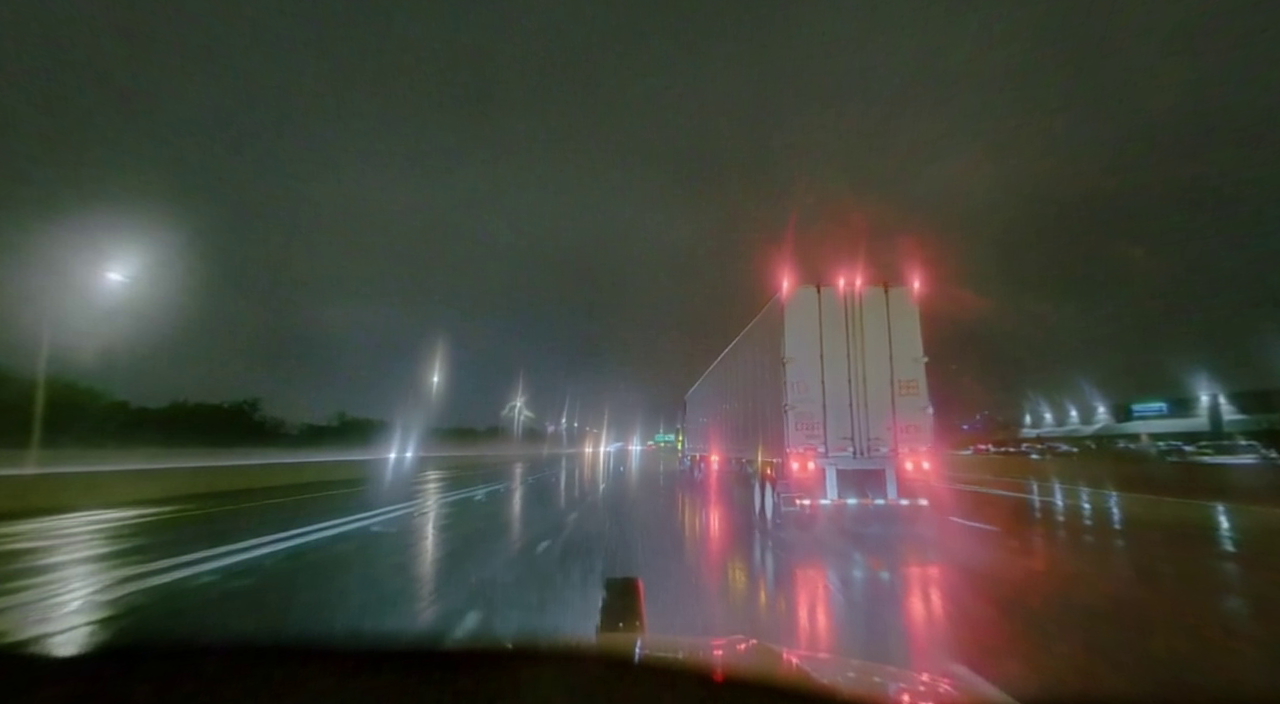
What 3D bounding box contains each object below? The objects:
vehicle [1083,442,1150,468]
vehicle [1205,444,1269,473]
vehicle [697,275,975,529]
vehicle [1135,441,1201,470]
[{"bbox_3d":[36.081,7.765,47.639,4.783,1.697,2.084,2,-9,-28],"label":"vehicle"},{"bbox_3d":[35.322,6.266,37.200,4.488,1.596,1.972,7,-11,-38],"label":"vehicle"},{"bbox_3d":[3.843,1.954,18.222,2.949,4.149,16.046,0,-9,0],"label":"vehicle"},{"bbox_3d":[35.462,6.896,42.231,4.968,1.825,2.218,7,-11,-37],"label":"vehicle"}]
